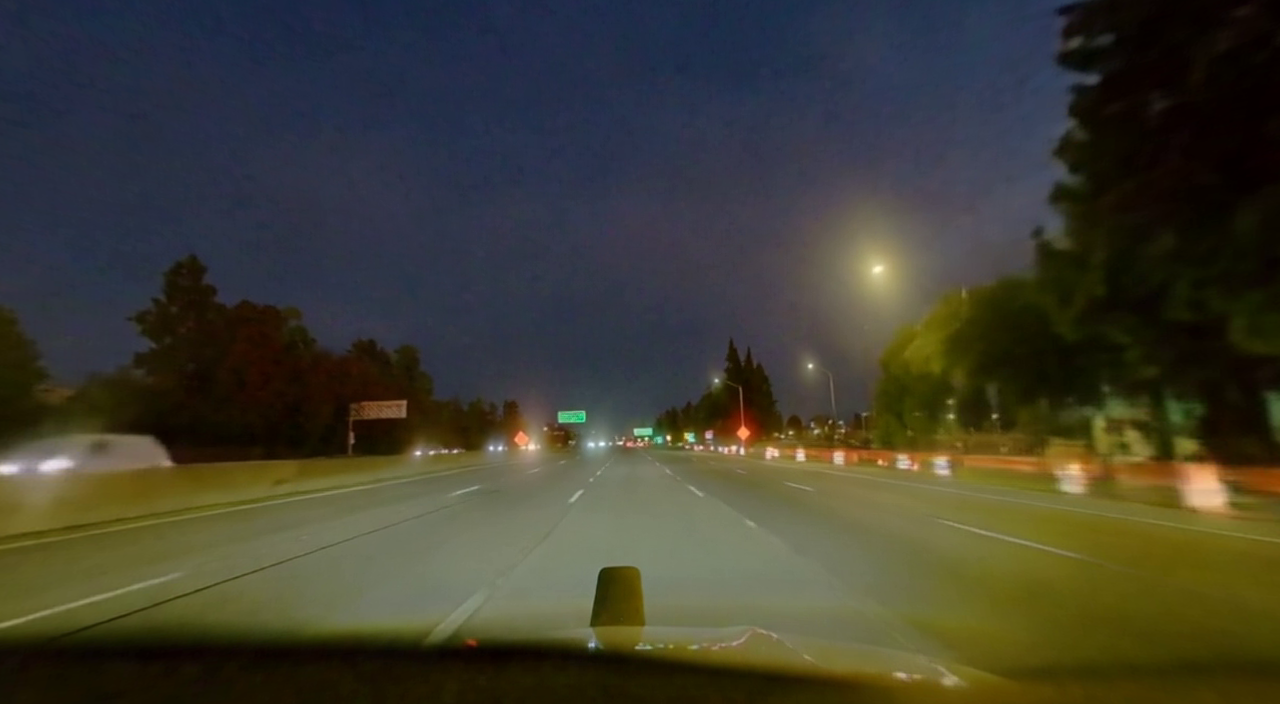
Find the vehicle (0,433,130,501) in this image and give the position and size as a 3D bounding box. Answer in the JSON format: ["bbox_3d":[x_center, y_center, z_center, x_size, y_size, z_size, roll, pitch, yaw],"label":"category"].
[{"bbox_3d":[-17.974,3.290,18.372,2.129,1.773,4.963,0,-9,-2],"label":"vehicle"}]
